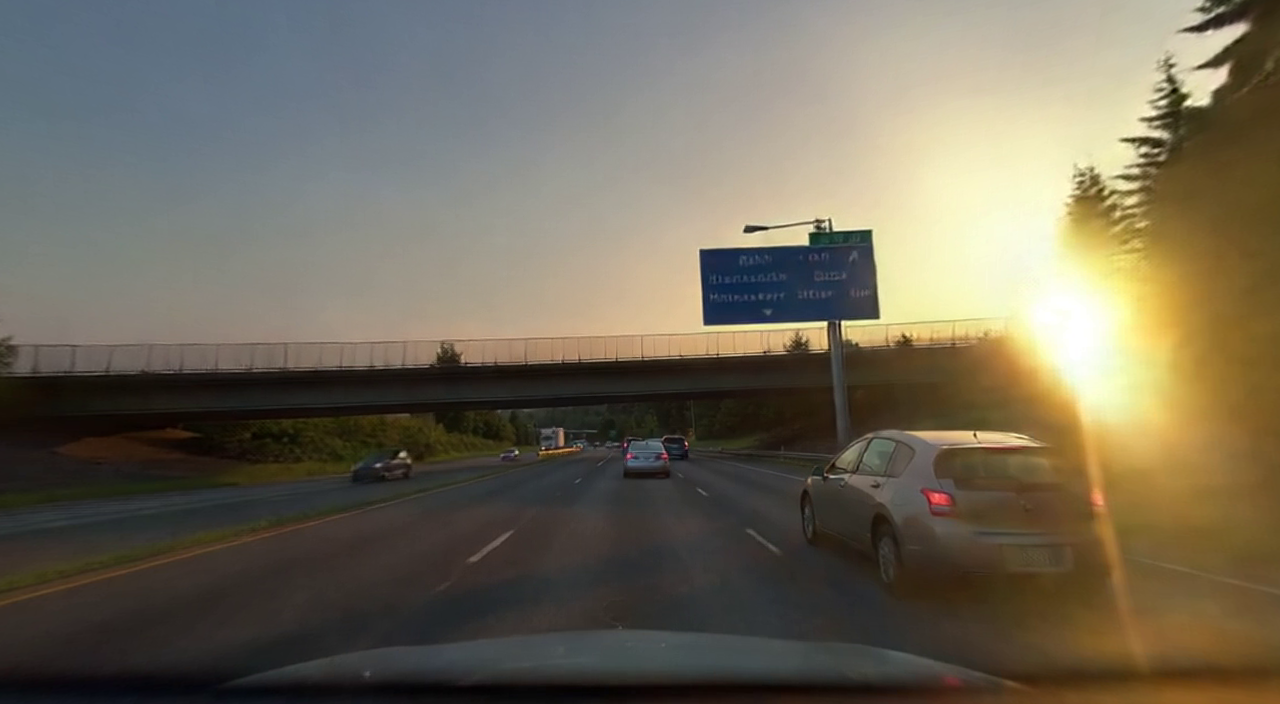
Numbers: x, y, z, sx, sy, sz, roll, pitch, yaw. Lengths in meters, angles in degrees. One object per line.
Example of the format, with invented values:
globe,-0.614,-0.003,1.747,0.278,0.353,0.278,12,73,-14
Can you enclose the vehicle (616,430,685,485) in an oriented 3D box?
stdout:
vehicle,0.236,3.519,21.358,2.092,1.636,4.024,0,-8,-2

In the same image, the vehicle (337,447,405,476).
vehicle,-15.225,6.204,35.884,1.876,1.450,4.551,-1,-8,0
